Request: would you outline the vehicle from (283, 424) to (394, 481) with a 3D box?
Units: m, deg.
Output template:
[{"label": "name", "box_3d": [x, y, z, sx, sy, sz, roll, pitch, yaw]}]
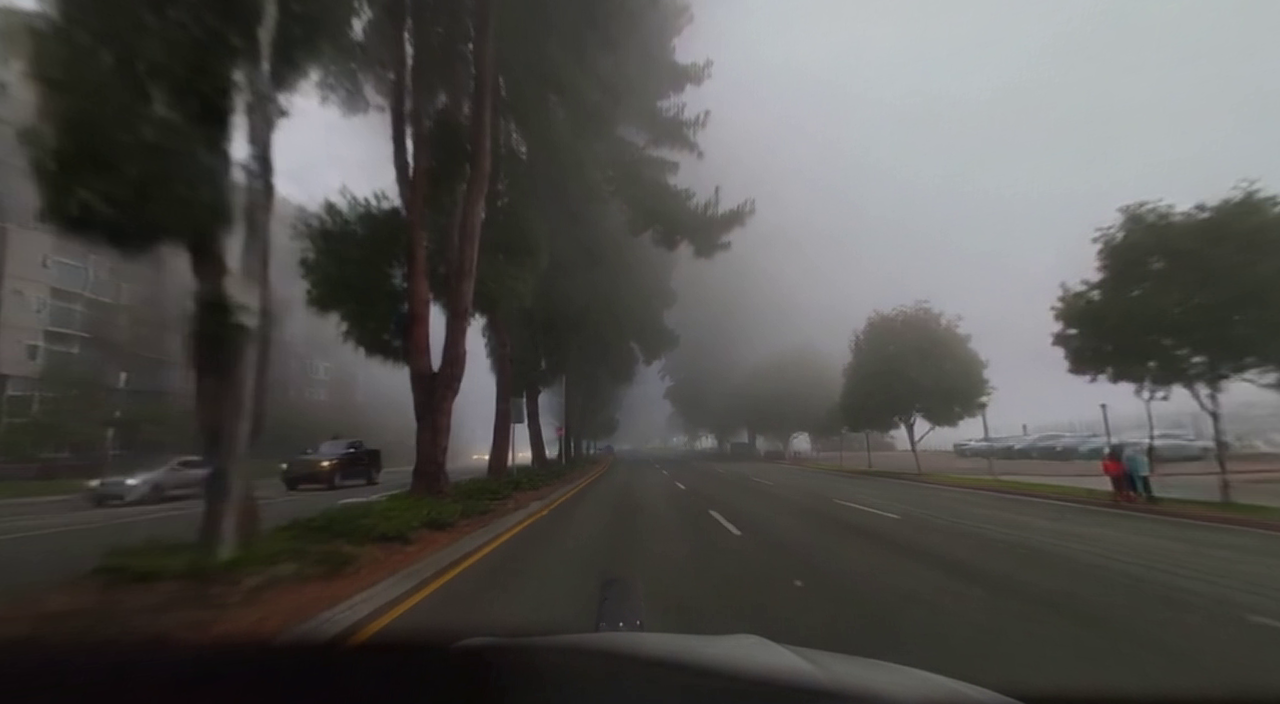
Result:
[{"label": "vehicle", "box_3d": [-15.850, 5.344, 33.789, 2.725, 2.768, 6.120, 0, -9, 1]}]

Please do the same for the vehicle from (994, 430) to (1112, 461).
[{"label": "vehicle", "box_3d": [21.967, 4.997, 33.755, 4.739, 1.569, 2.097, -1, -9, 4]}]

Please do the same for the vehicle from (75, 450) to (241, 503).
[{"label": "vehicle", "box_3d": [-15.942, 4.104, 21.281, 1.966, 1.523, 4.555, 0, -9, 0]}]
